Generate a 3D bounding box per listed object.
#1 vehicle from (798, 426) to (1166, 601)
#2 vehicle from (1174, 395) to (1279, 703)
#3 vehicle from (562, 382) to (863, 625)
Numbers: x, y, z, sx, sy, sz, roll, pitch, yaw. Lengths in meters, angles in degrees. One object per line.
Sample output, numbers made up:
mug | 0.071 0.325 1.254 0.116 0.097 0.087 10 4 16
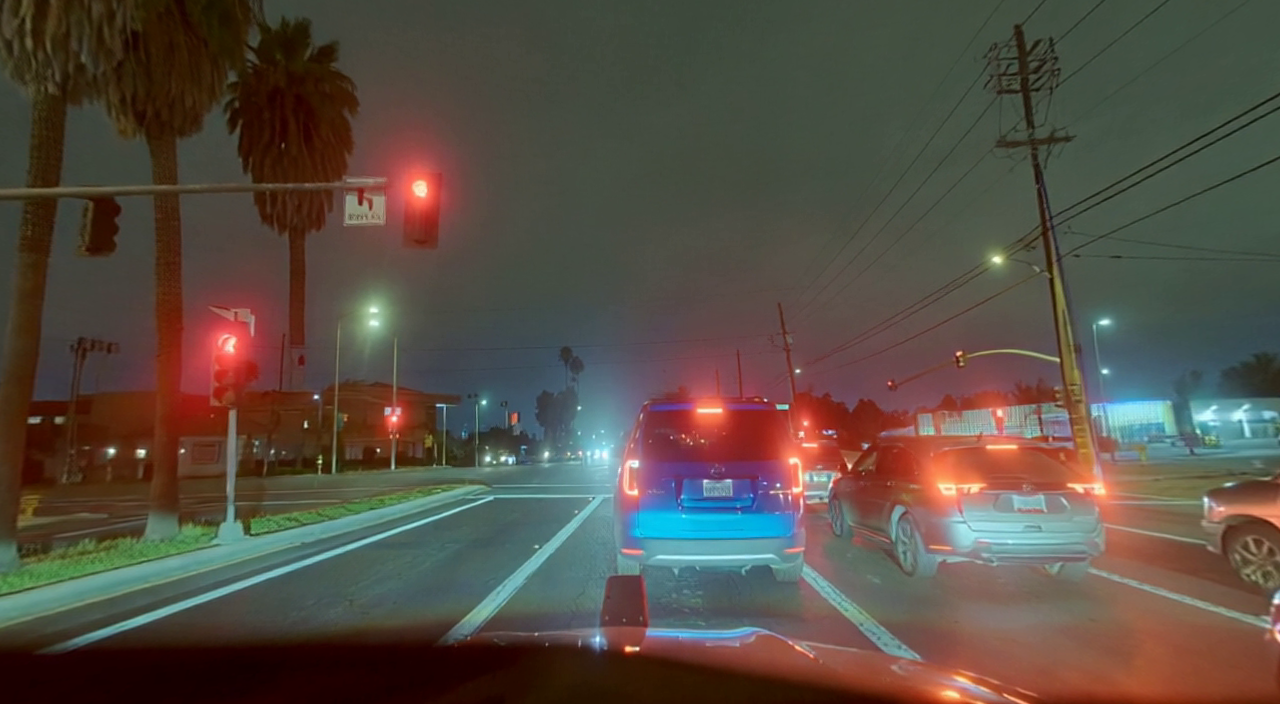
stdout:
vehicle | 3.438 1.686 7.514 1.895 1.456 4.255 0 -9 -2
vehicle | 3.359 0.645 0.663 1.805 1.485 4.348 0 -9 1
vehicle | 0.457 1.432 6.882 2.228 1.780 4.269 0 -9 -2
